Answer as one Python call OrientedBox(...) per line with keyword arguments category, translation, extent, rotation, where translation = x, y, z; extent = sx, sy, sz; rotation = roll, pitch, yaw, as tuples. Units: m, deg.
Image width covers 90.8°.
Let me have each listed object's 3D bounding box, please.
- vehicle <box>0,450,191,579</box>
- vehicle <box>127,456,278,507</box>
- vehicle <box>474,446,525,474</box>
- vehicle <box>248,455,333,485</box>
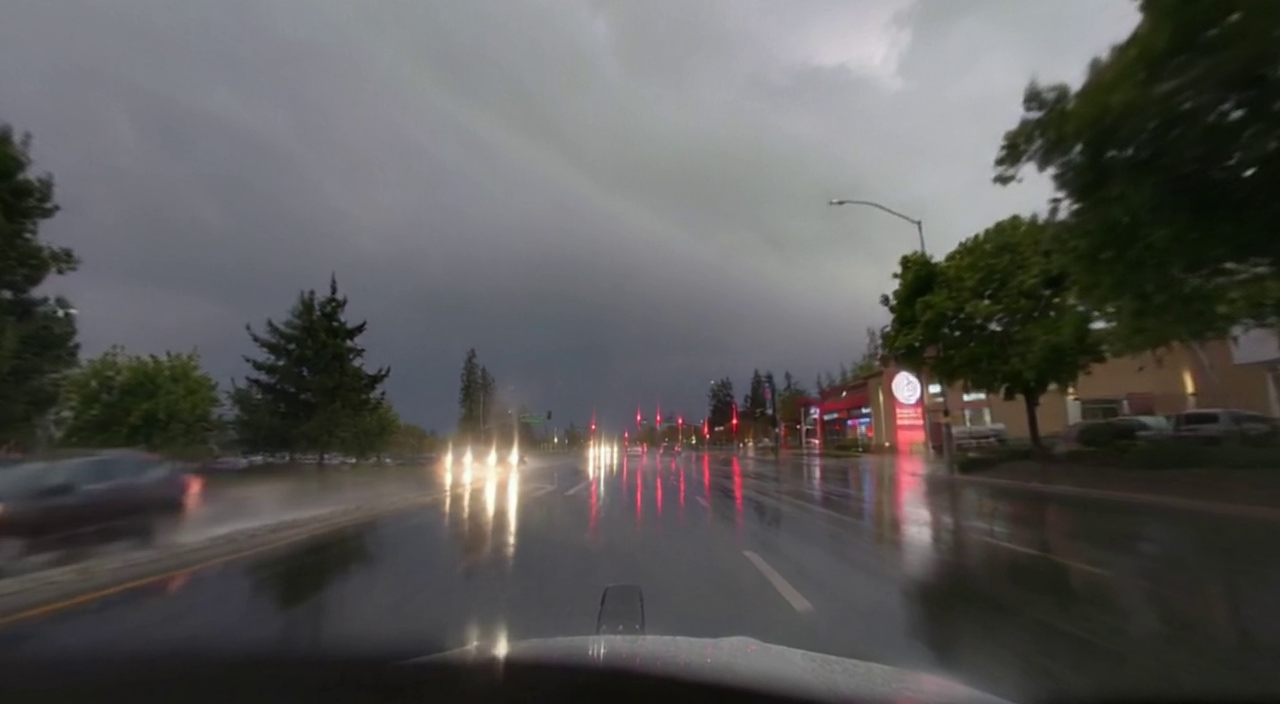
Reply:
OrientedBox(category="vehicle", translation=(-8.665, 2.074, 8.372), extent=(2.065, 1.504, 4.593), rotation=(0, -8, 0))
OrientedBox(category="vehicle", translation=(-15.243, 4.503, 22.427), extent=(1.929, 1.497, 4.697), rotation=(0, -8, 1))
OrientedBox(category="vehicle", translation=(-8.396, 6.481, 38.220), extent=(1.958, 1.534, 4.598), rotation=(0, -8, 1))
OrientedBox(category="vehicle", translation=(-22.037, 7.401, 39.927), extent=(4.366, 1.666, 1.952), rotation=(6, -11, -36))
